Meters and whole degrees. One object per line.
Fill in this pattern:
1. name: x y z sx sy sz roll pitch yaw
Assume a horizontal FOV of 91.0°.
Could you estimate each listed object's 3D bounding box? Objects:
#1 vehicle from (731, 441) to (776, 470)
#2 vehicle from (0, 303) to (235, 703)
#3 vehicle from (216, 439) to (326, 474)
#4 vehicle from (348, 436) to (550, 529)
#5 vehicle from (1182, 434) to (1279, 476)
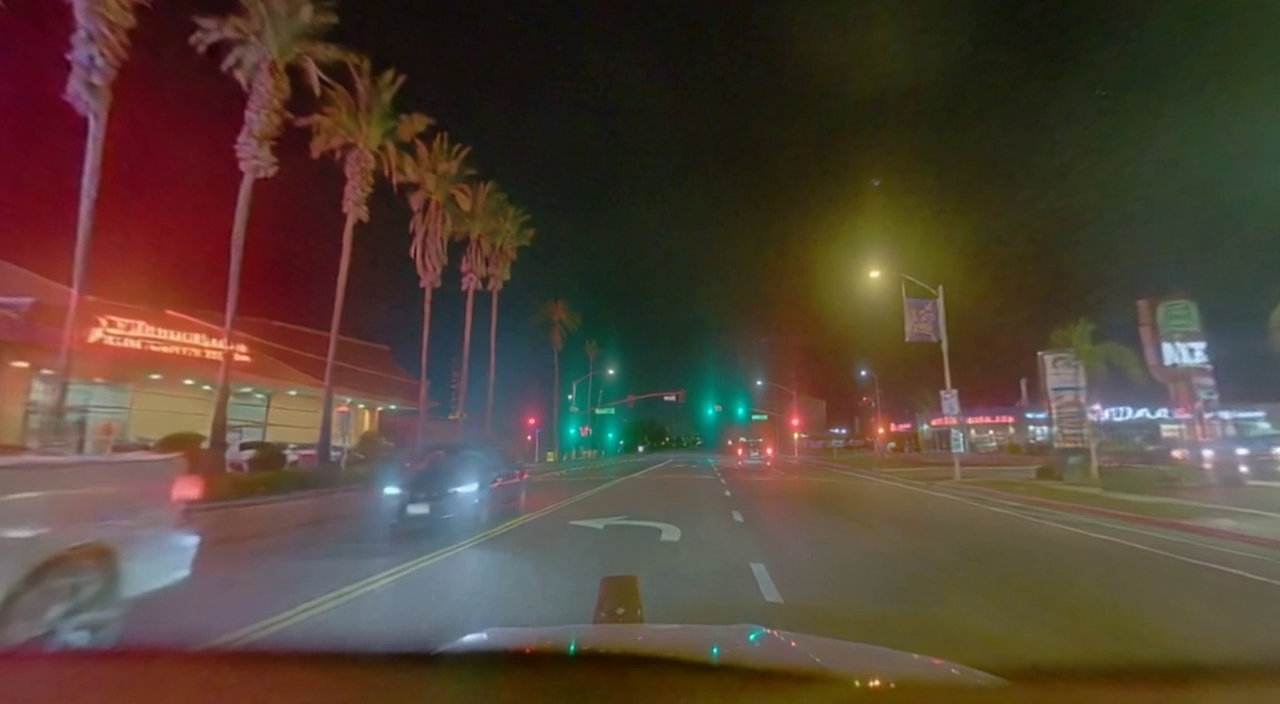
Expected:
1. vehicle: 6.194 5.699 34.905 2.065 1.507 4.225 -1 -9 5
2. vehicle: -4.431 0.582 1.704 2.551 1.995 5.615 -1 -9 5
3. vehicle: -17.687 5.028 30.305 4.077 1.597 1.945 0 -9 4
4. vehicle: -3.492 2.495 12.767 2.090 1.489 4.909 -1 -9 6
5. vehicle: 24.242 3.947 24.178 2.028 1.556 4.625 4 -9 -25
